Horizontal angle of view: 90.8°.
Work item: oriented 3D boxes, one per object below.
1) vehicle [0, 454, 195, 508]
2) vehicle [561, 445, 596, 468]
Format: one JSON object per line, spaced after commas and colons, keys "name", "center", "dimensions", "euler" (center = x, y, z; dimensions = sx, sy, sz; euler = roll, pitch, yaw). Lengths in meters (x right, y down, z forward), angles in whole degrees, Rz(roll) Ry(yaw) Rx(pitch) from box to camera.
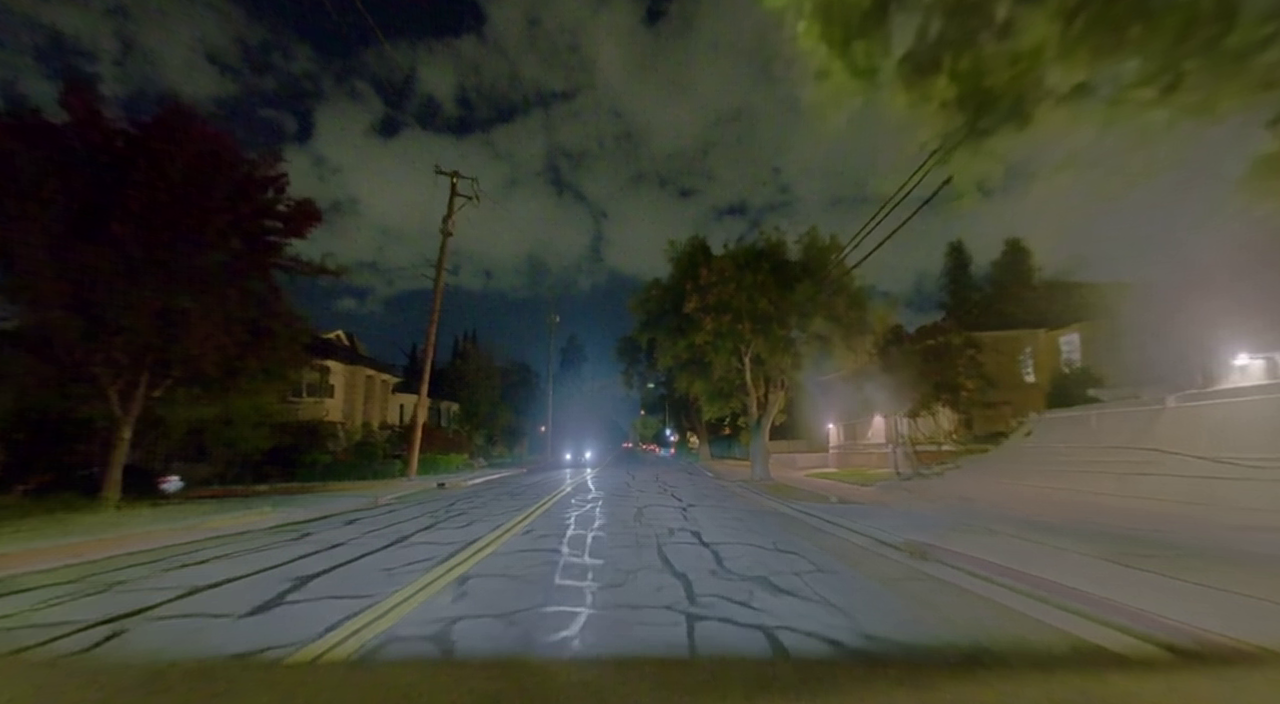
{"name": "vehicle", "center": [-18.575, 4.383, 21.663], "dimensions": [4.874, 1.675, 2.197], "euler": [0, -8, -1]}
{"name": "vehicle", "center": [-4.049, 6.979, 42.324], "dimensions": [1.959, 1.473, 4.115], "euler": [0, -9, 0]}
